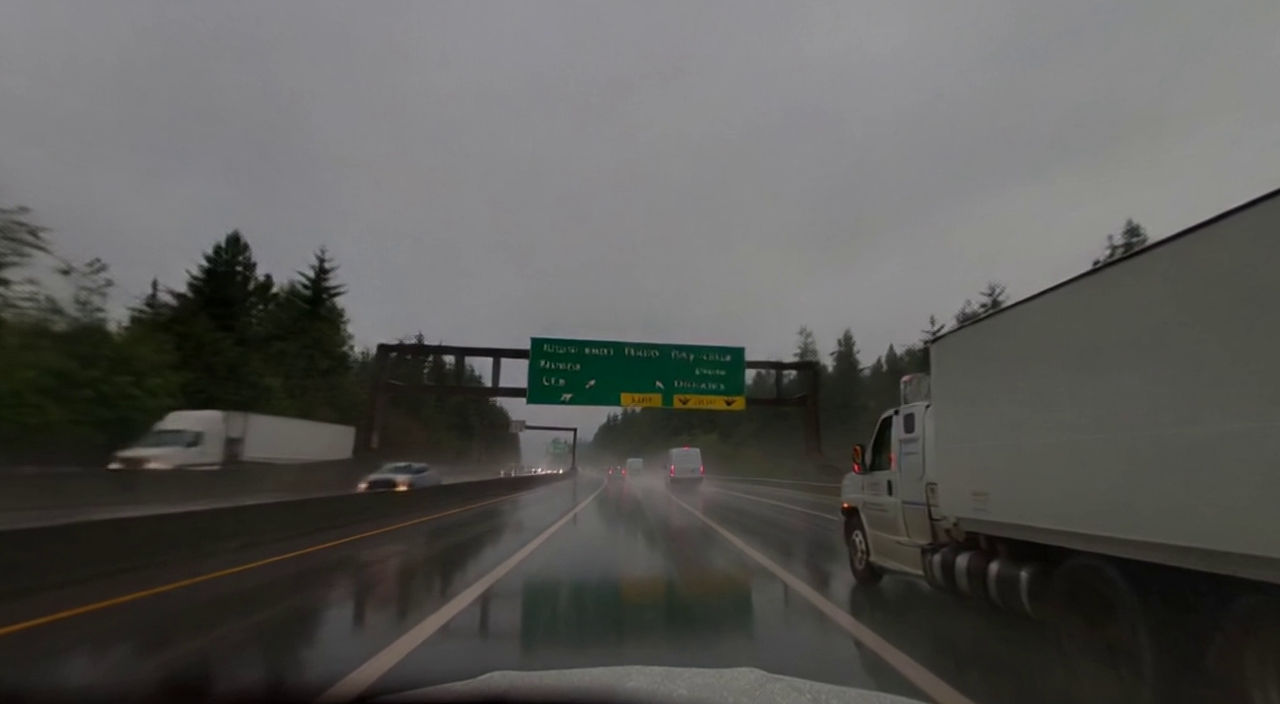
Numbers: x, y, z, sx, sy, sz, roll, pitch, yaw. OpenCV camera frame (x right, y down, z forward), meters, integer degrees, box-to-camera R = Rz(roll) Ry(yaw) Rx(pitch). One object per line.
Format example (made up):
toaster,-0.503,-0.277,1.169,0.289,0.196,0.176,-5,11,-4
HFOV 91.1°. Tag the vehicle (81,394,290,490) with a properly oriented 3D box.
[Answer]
vehicle,-21.967,4.712,31.560,2.916,4.000,10.037,1,-10,-1

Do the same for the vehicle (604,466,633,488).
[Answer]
vehicle,-1.645,9.536,48.080,2.106,1.524,4.381,1,-10,-2

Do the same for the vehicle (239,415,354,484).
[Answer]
vehicle,-22.163,6.511,41.246,2.865,4.027,8.179,1,-10,-1

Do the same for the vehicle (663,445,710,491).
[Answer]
vehicle,2.786,7.240,39.226,2.291,2.639,5.280,1,-10,-3

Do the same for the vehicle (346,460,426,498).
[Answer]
vehicle,-10.634,5.331,26.617,1.805,1.450,3.722,1,-10,0

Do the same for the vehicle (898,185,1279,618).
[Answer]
vehicle,7.555,0.700,7.213,2.866,4.102,14.351,1,-10,-1
